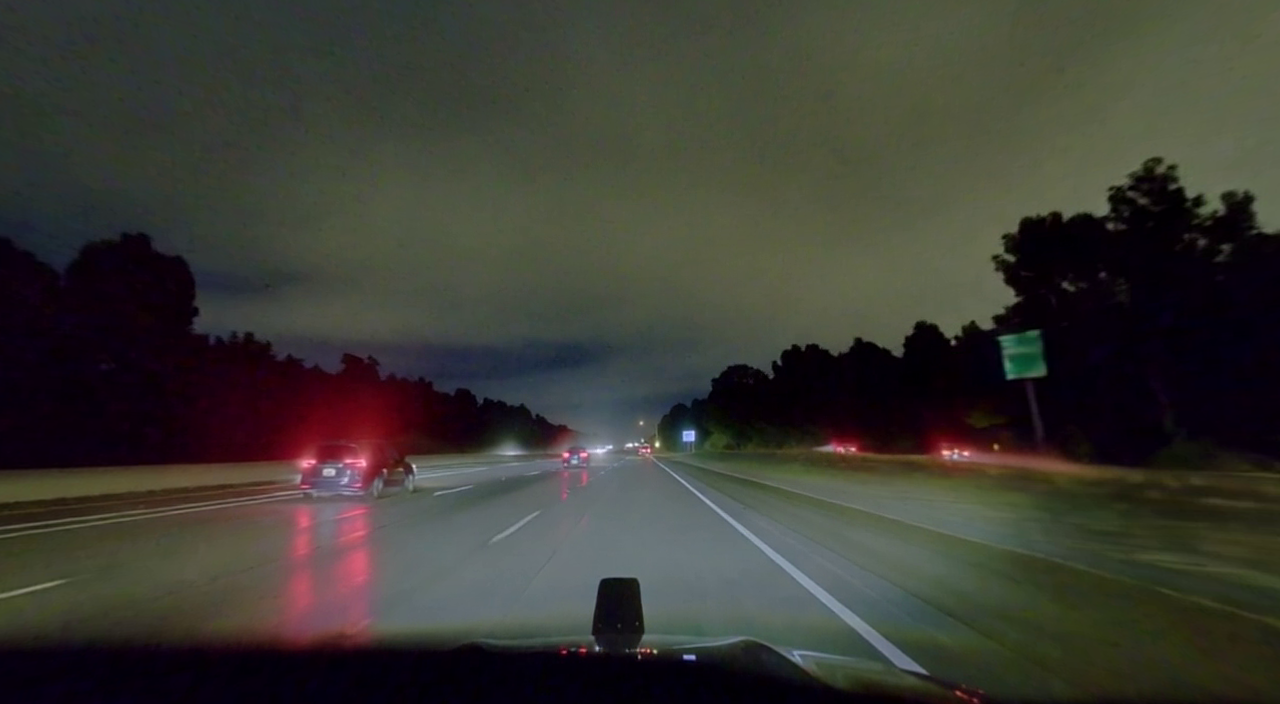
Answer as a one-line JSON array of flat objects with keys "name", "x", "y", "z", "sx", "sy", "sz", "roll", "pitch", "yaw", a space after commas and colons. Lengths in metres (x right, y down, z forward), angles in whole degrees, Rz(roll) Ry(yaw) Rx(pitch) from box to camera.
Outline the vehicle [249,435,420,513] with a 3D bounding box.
[{"name": "vehicle", "x": -7.179, "y": 2.893, "z": 15.375, "sx": 2.007, "sy": 1.616, "sz": 4.141, "roll": 0, "pitch": -9, "yaw": 1}]

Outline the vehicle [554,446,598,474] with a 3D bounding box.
[{"name": "vehicle", "x": -3.794, "y": 6.537, "z": 38.338, "sx": 2.104, "sy": 1.558, "sz": 4.639, "roll": 0, "pitch": -9, "yaw": 1}]
